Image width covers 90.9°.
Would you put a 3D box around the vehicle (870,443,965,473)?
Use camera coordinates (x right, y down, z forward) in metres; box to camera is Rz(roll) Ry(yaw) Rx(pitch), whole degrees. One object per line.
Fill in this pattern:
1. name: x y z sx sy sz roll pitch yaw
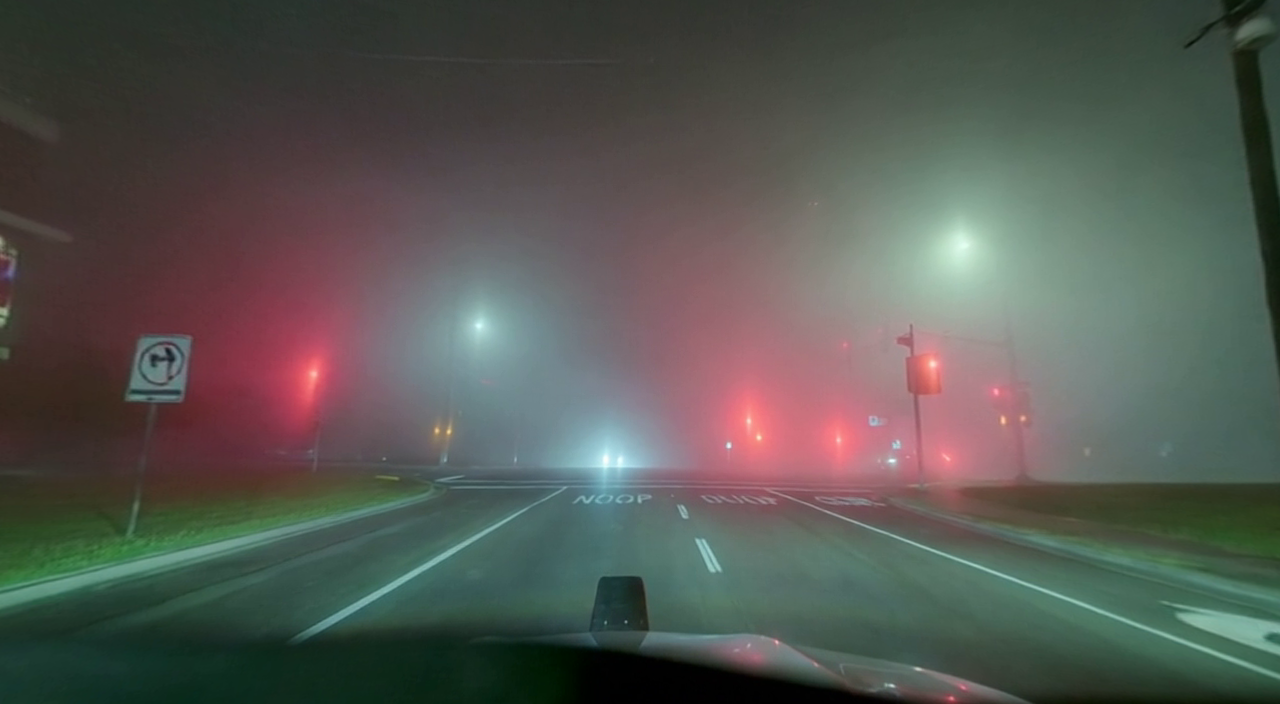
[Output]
1. vehicle: 16.454 6.288 37.541 4.715 1.671 2.030 0 -8 0
